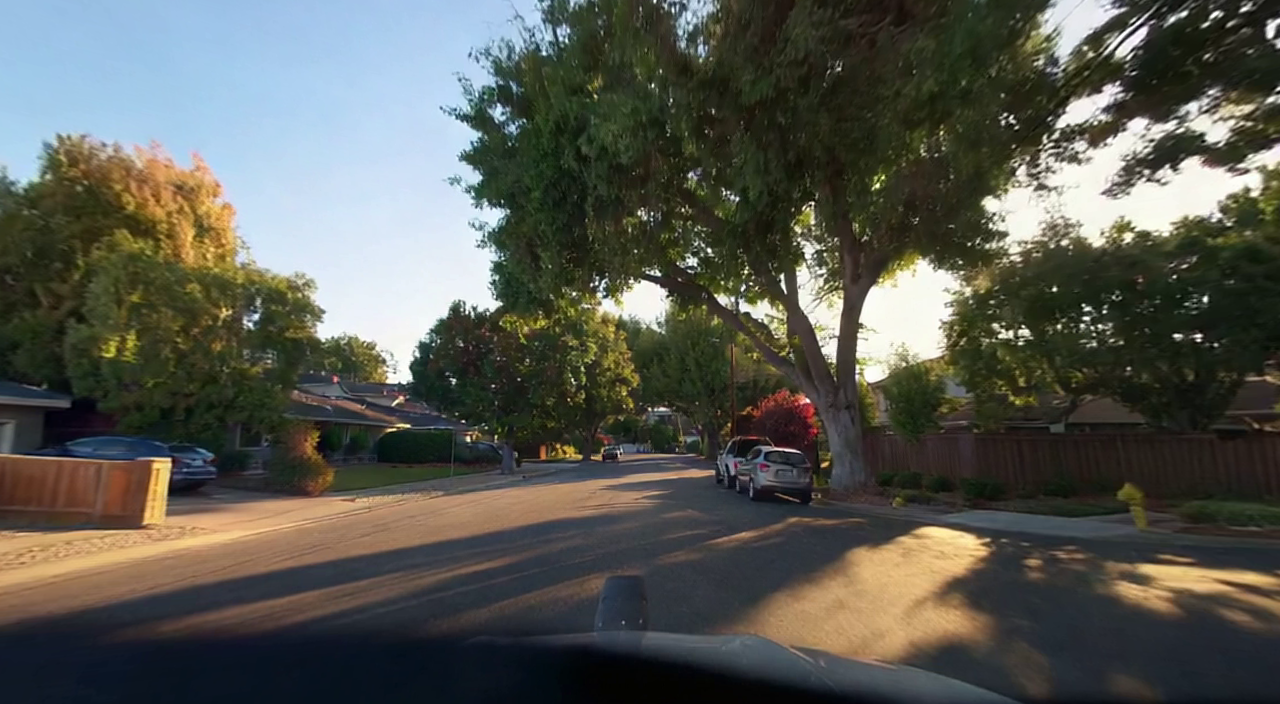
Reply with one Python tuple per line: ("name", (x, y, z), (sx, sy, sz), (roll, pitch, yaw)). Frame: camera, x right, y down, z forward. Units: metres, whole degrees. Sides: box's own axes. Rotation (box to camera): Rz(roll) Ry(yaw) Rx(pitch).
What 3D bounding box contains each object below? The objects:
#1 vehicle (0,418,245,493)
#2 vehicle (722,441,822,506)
("vehicle", (-13.543, 2.734, 16.689), (4.686, 1.834, 1.997), (0, -9, 0))
("vehicle", (3.498, 3.284, 17.542), (1.976, 1.552, 4.442), (0, -9, 2))
